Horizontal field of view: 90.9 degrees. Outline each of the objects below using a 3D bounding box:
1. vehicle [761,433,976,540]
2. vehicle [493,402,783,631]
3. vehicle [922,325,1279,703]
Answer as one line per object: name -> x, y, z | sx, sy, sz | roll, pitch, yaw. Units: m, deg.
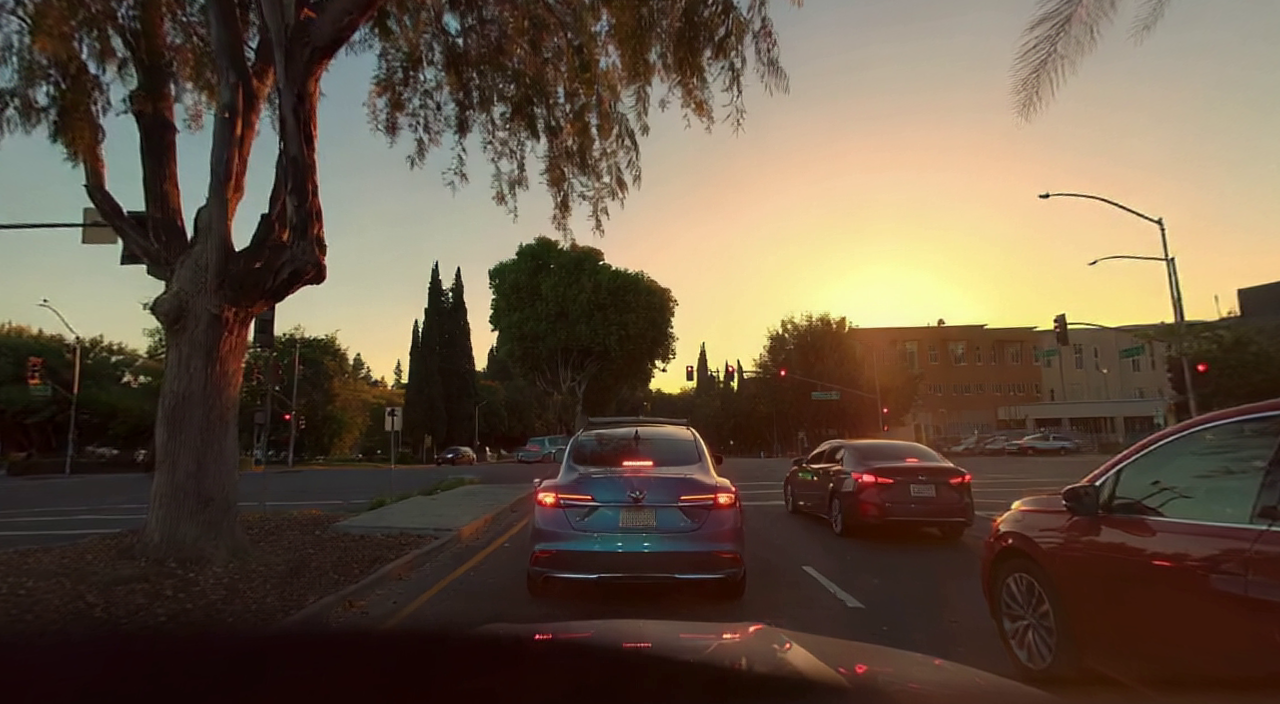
vehicle -> 3.681, 2.262, 11.305 | 2.054, 1.482, 4.654 | 0, -9, -1
vehicle -> -0.029, 1.475, 6.512 | 2.074, 1.631, 3.793 | 0, -9, 0
vehicle -> 3.711, 0.938, 3.432 | 2.162, 1.829, 4.519 | 0, -9, -1
